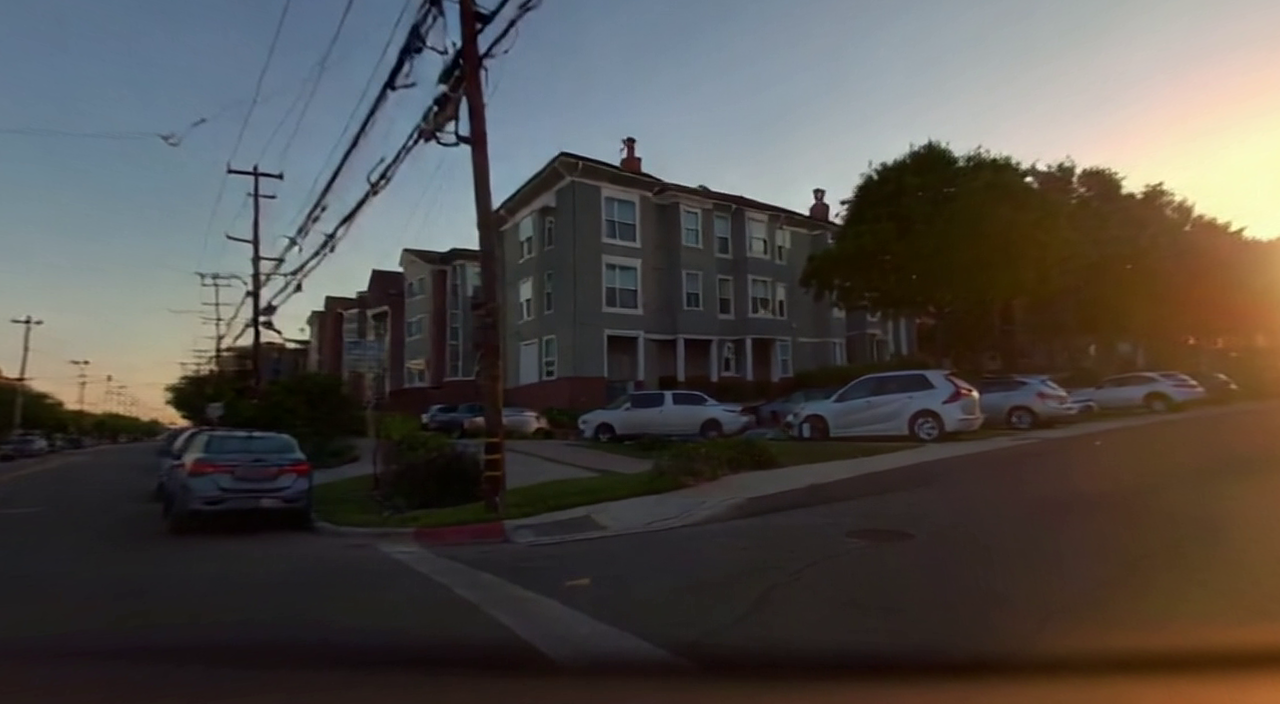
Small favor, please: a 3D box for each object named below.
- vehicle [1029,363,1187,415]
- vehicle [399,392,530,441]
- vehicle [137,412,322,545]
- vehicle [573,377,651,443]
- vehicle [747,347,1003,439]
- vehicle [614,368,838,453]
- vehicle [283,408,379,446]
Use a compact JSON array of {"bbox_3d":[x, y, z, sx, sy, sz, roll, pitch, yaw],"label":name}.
[{"bbox_3d":[18.009,1.499,24.571,4.450,1.707,1.902,-4,-9,20],"label":"vehicle"},{"bbox_3d":[-7.487,2.814,26.667,5.778,1.875,2.152,-6,-9,36],"label":"vehicle"},{"bbox_3d":[-6.414,1.824,9.766,1.914,1.591,3.892,5,-10,-36],"label":"vehicle"},{"bbox_3d":[-0.773,1.790,18.488,2.003,1.695,4.195,0,-8,-1],"label":"vehicle"},{"bbox_3d":[5.676,1.164,15.782,5.514,1.976,2.153,-3,-9,20],"label":"vehicle"},{"bbox_3d":[1.917,1.414,14.260,4.648,1.659,1.897,-4,-9,23],"label":"vehicle"},{"bbox_3d":[-17.366,4.177,35.552,4.520,1.608,1.714,-2,-1,-39],"label":"vehicle"}]
